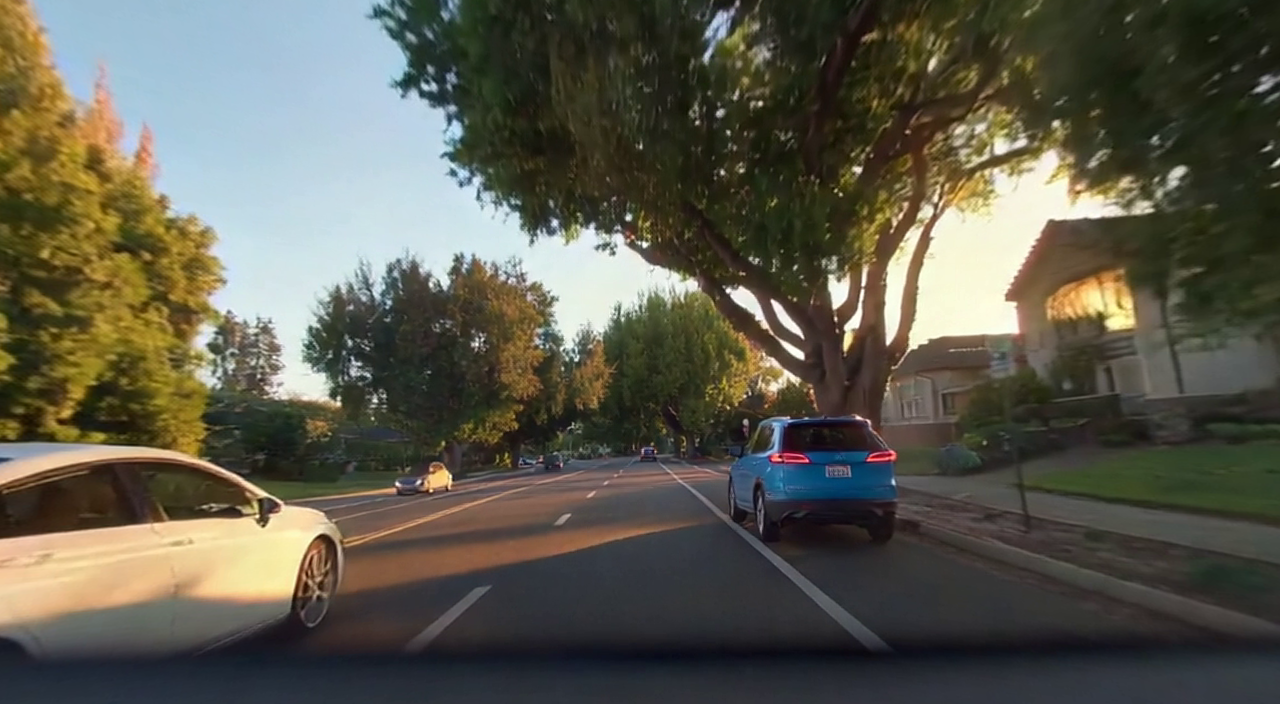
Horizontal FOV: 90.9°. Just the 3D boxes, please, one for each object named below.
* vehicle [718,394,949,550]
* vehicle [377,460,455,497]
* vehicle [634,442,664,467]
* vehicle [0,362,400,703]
[{"bbox_3d":[2.939,2.033,11.331,2.338,2.063,5.592,0,-9,0],"label":"vehicle"},{"bbox_3d":[-10.364,5.867,29.565,1.893,1.441,4.604,-1,-9,2],"label":"vehicle"},{"bbox_3d":[0.628,7.649,47.229,2.138,1.729,4.178,0,-9,0],"label":"vehicle"},{"bbox_3d":[-3.204,1.048,3.274,2.058,1.659,4.514,0,-9,1],"label":"vehicle"}]
